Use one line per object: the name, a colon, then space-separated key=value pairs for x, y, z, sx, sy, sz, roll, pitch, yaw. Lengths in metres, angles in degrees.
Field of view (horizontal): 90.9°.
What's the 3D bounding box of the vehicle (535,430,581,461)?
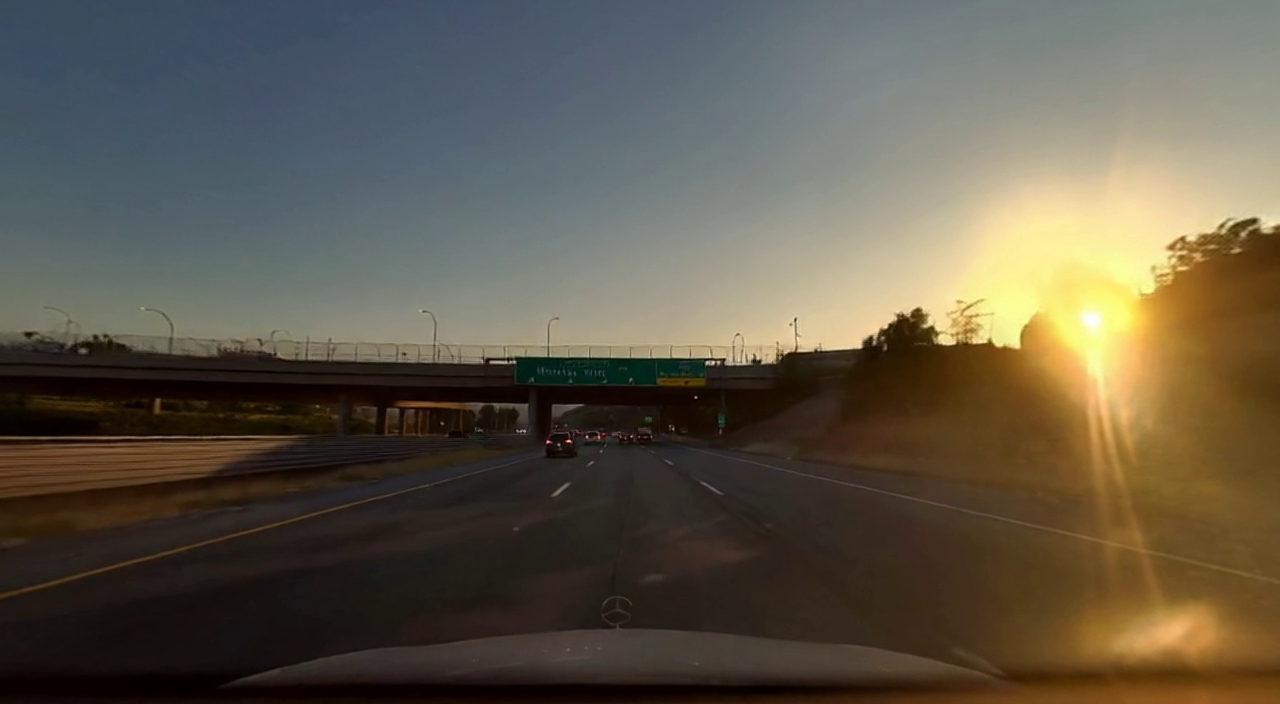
vehicle: x=-4.461 y=5.155 z=35.012 sx=2.062 sy=1.591 sz=4.156 roll=0 pitch=-8 yaw=-1
